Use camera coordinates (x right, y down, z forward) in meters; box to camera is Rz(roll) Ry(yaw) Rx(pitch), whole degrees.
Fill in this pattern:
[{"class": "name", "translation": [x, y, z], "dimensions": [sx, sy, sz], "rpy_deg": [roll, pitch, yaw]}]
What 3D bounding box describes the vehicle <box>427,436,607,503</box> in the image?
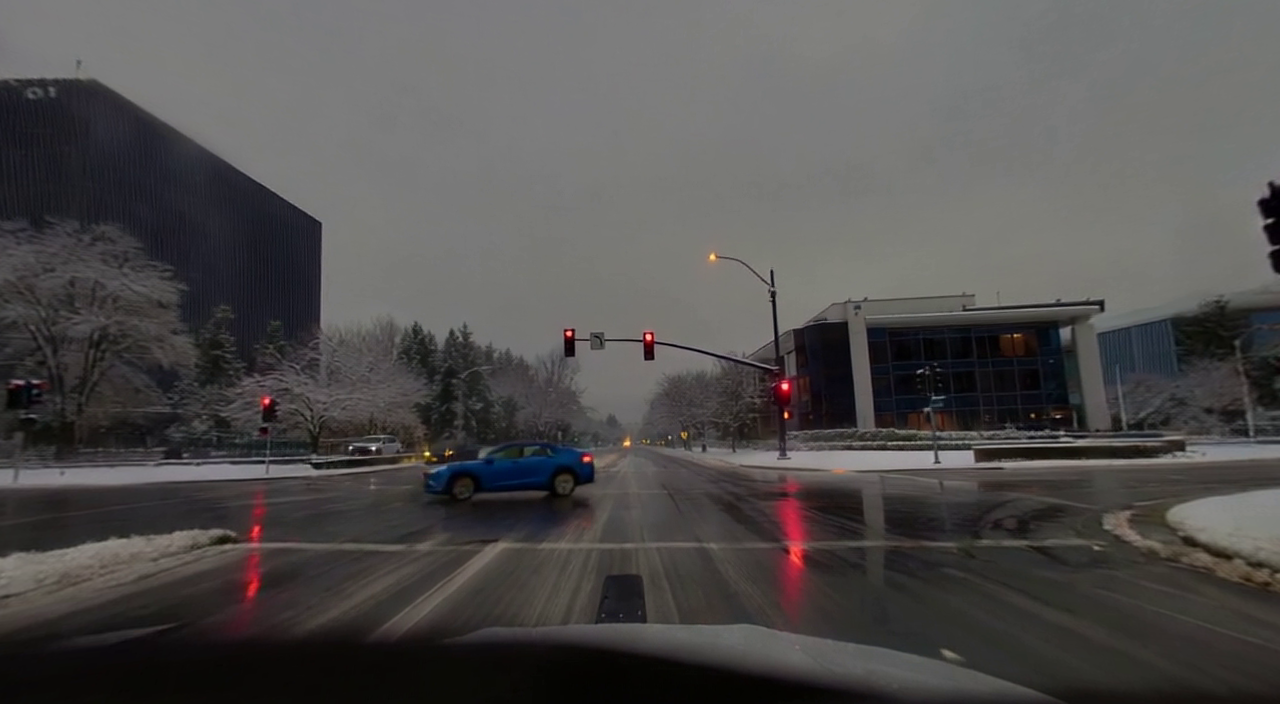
[{"class": "vehicle", "translation": [-3.248, 3.083, 16.881], "dimensions": [4.218, 1.572, 2.065], "rpy_deg": [5, -10, -31]}]
